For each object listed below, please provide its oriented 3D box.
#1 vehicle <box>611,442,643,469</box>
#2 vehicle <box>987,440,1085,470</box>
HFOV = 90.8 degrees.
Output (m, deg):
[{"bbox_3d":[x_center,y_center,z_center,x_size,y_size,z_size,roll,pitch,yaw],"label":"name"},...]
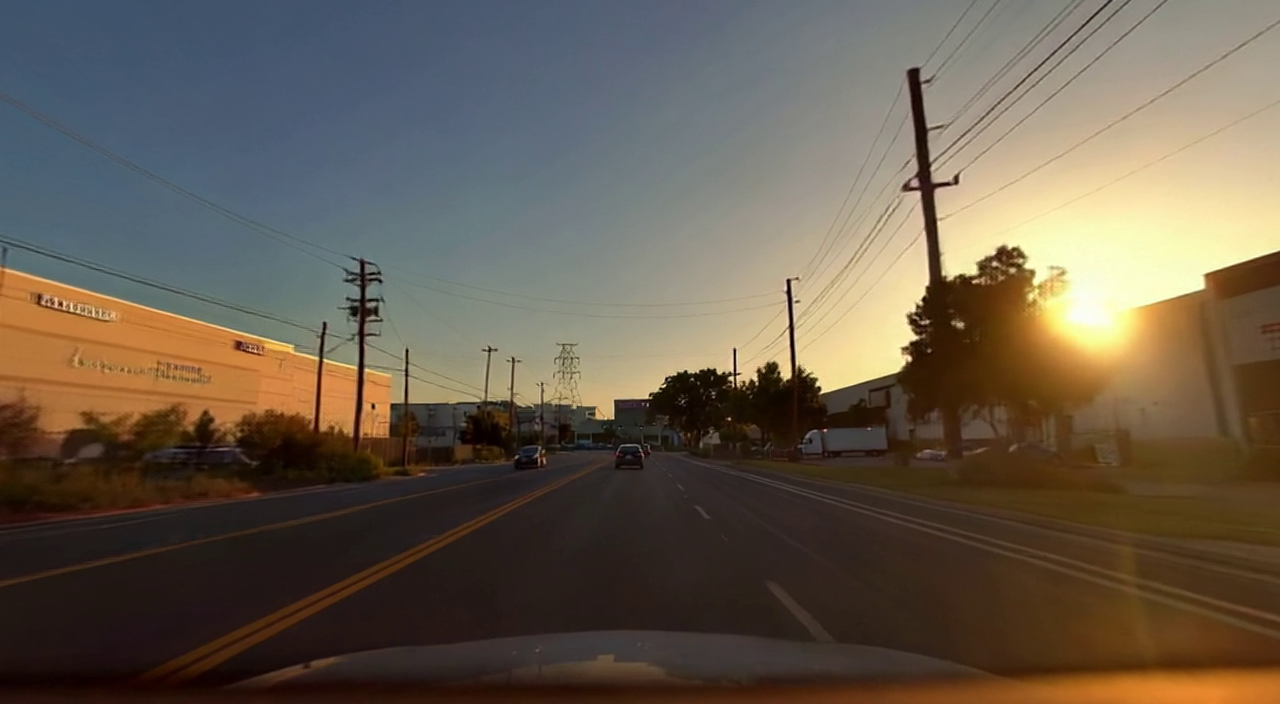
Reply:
[{"bbox_3d":[-0.771,6.413,39.218,1.937,1.588,3.746,0,-9,0],"label":"vehicle"},{"bbox_3d":[24.859,6.491,39.790,4.805,1.781,1.974,0,-9,0],"label":"vehicle"}]
